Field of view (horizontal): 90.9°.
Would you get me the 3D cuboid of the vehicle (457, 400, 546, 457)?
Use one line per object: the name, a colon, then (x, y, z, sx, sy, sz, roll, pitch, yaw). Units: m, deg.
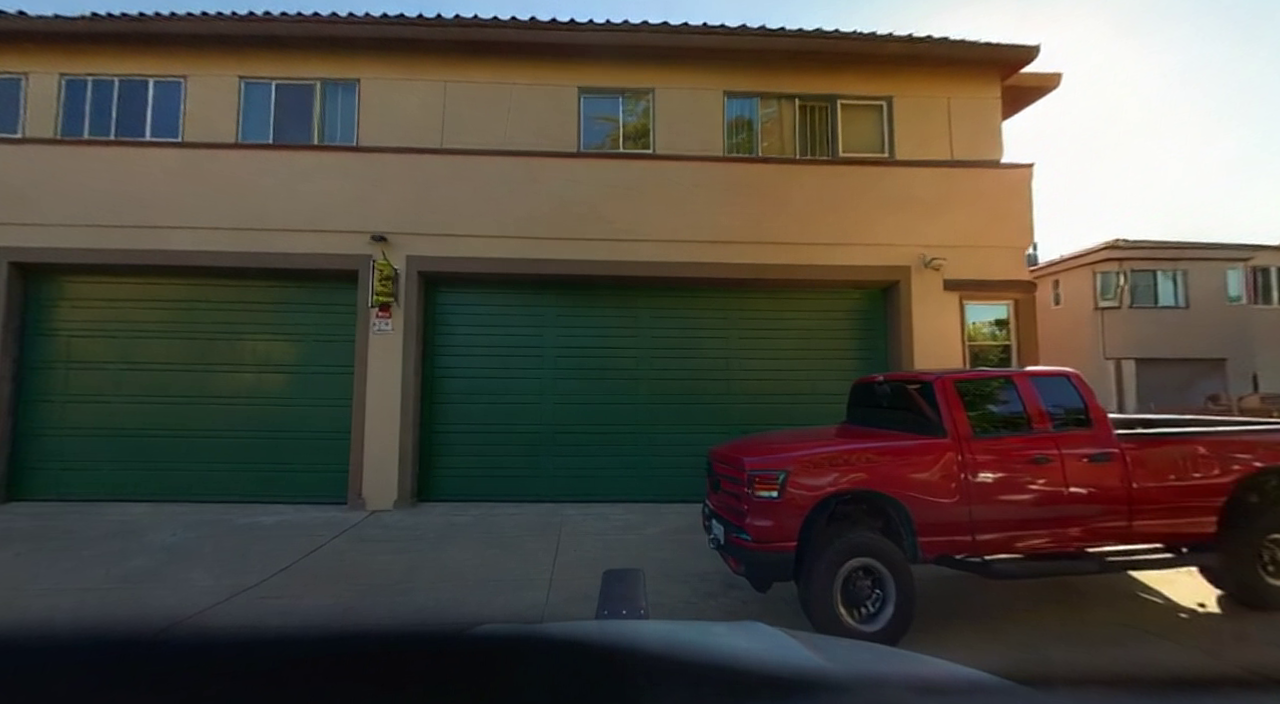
vehicle: (-4.434, 2.418, 20.746, 1.869, 1.460, 3.826, -4, -2, 2)

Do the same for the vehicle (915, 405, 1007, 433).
vehicle: (16.878, 3.560, 33.339, 3.897, 1.416, 1.703, -1, -8, 2)

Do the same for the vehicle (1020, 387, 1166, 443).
vehicle: (16.098, 2.285, 22.567, 3.770, 1.496, 1.951, 6, -9, 3)

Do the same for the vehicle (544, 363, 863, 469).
vehicle: (1.121, 1.289, 12.260, 5.600, 1.835, 2.161, -1, -8, 2)
